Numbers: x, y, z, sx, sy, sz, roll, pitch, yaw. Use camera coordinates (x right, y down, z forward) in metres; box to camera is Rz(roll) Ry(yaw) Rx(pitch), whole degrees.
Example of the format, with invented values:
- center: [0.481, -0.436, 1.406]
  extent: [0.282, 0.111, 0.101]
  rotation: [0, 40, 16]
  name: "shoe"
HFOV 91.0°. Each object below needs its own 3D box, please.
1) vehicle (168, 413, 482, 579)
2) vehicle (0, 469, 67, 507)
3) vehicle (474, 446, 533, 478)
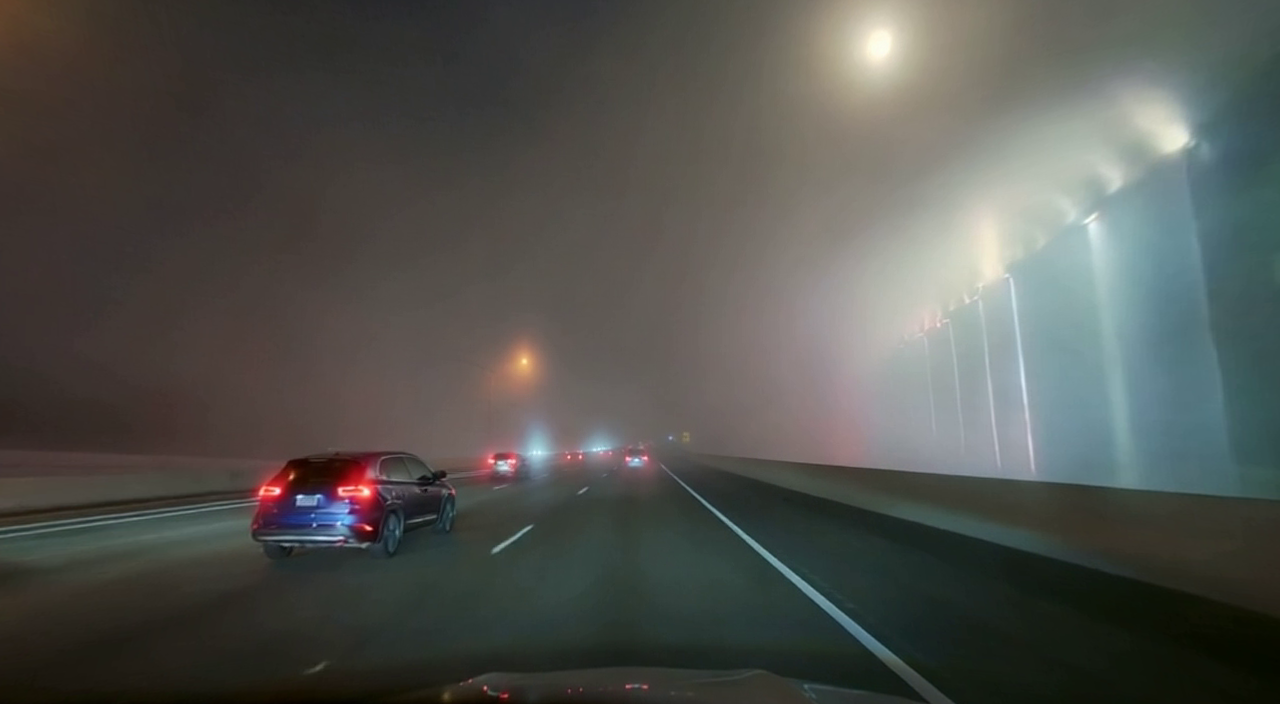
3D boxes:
- center: [-3.894, 1.854, 8.947]
  extent: [2.059, 1.725, 4.521]
  rotation: [0, -9, 1]
  name: "vehicle"
- center: [-28.126, 6.005, 27.823]
  extent: [1.835, 1.476, 3.924]
  rotation: [0, -9, 1]
  name: "vehicle"
- center: [-7.175, 5.821, 33.592]
  extent: [1.998, 1.542, 4.953]
  rotation: [0, -9, 1]
  name: "vehicle"
